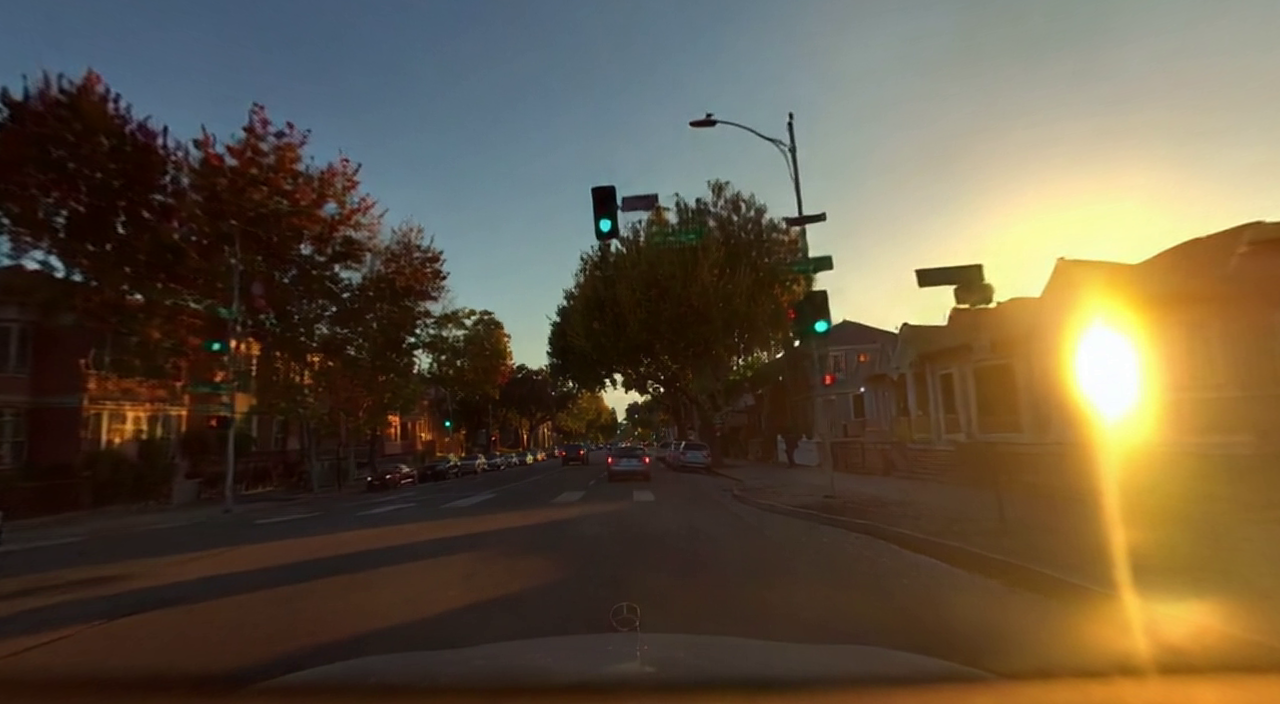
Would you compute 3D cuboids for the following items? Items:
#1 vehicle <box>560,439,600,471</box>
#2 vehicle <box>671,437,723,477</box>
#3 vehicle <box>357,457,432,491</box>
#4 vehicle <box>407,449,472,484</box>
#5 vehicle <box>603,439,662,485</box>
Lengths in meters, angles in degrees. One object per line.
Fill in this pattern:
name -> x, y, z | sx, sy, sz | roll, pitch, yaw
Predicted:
vehicle -> -3.610, 6.265, 38.362 | 1.983, 1.841, 4.013 | 0, -8, 1
vehicle -> 2.602, 4.919, 29.775 | 1.969, 1.725, 4.387 | 0, -8, -1
vehicle -> -12.138, 6.042, 31.401 | 1.913, 1.475, 4.372 | 0, -8, 1
vehicle -> -12.258, 6.995, 38.910 | 2.109, 1.941, 6.025 | 0, -8, -1
vehicle -> -0.297, 4.035, 23.393 | 1.998, 1.518, 4.015 | 0, -8, -1
